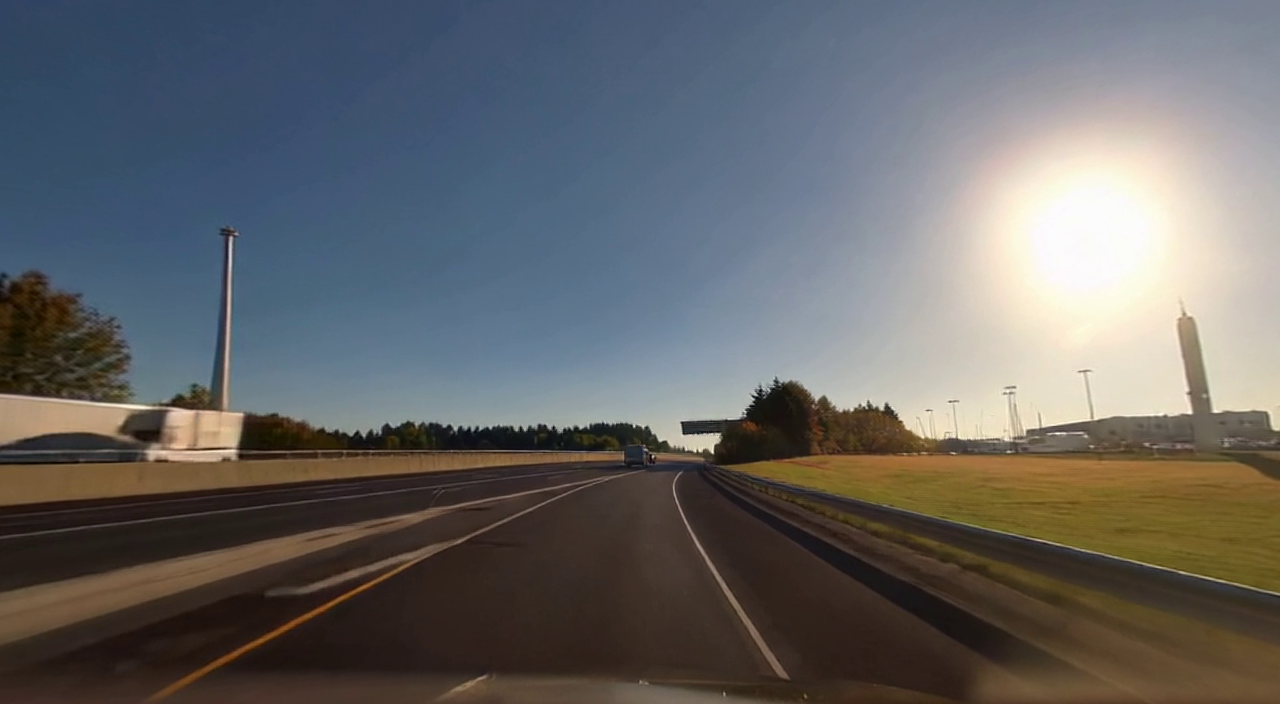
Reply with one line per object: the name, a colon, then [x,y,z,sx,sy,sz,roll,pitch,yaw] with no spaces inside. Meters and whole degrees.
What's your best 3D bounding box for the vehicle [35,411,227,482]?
vehicle: [-24.404,4.665,30.880,2.744,3.031,7.113,-1,-9,8]
